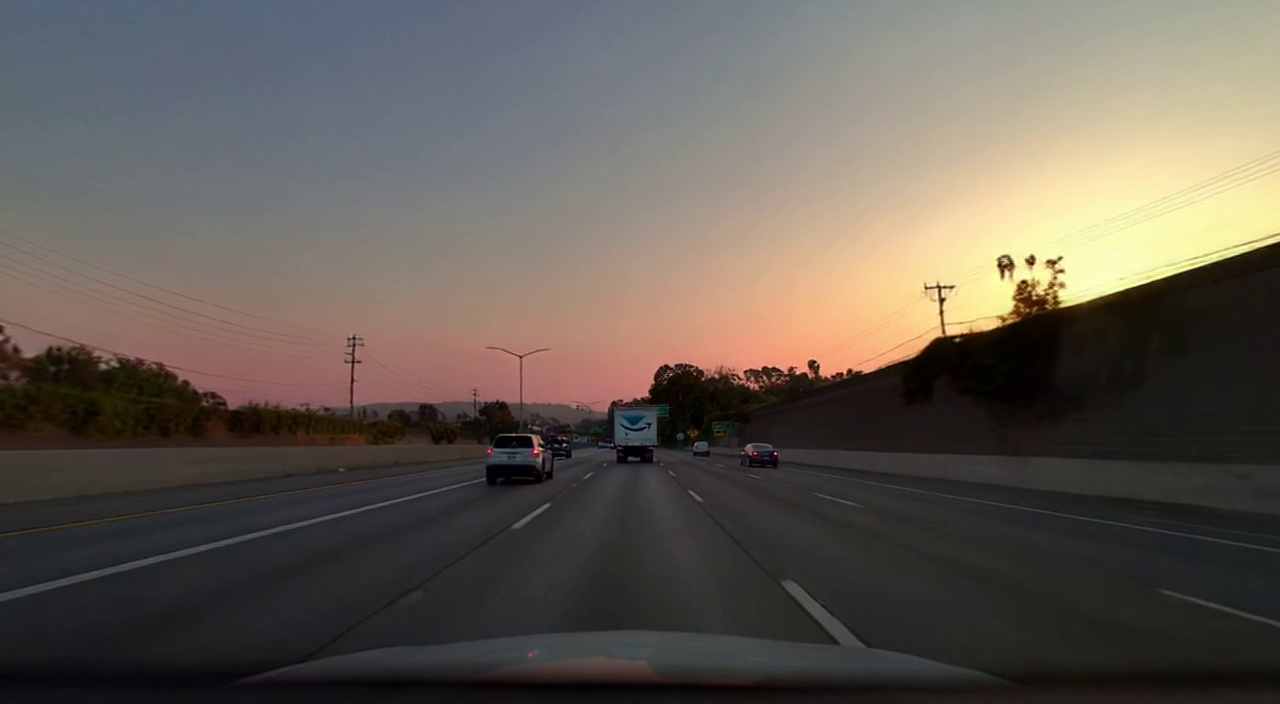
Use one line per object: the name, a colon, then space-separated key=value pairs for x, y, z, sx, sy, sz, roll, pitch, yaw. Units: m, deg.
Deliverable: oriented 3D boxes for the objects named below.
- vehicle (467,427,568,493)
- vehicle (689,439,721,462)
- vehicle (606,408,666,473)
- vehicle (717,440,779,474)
vehicle: x=-3.456 y=3.150 z=18.661 sx=2.095 sy=1.688 sz=4.188 roll=0 pitch=-9 yaw=1
vehicle: x=4.987 y=7.670 z=49.041 sx=2.067 sy=1.654 sz=3.985 roll=0 pitch=-8 yaw=0
vehicle: x=-0.202 y=4.164 z=29.508 sx=2.456 sy=2.705 sz=6.251 roll=1 pitch=-9 yaw=-1
vehicle: x=5.068 y=4.982 z=30.148 sx=1.970 sy=1.499 sz=4.491 roll=1 pitch=-9 yaw=-3
